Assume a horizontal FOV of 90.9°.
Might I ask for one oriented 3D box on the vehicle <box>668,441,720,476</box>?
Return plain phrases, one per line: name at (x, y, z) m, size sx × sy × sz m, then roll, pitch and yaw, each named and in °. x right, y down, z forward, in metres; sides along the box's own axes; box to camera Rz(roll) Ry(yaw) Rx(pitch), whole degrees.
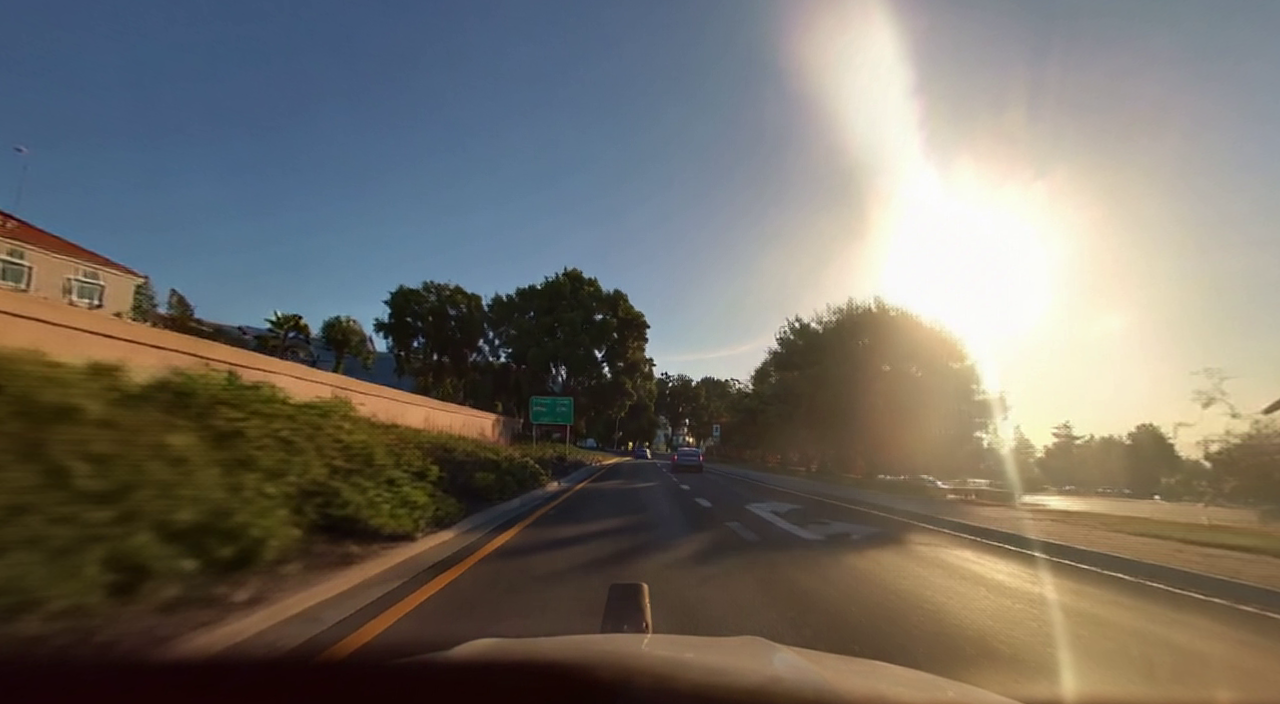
vehicle at (2.394, 4.876, 29.095) m, size 1.956 × 1.473 × 4.640 m, roll 0°, pitch -8°, yaw -1°
